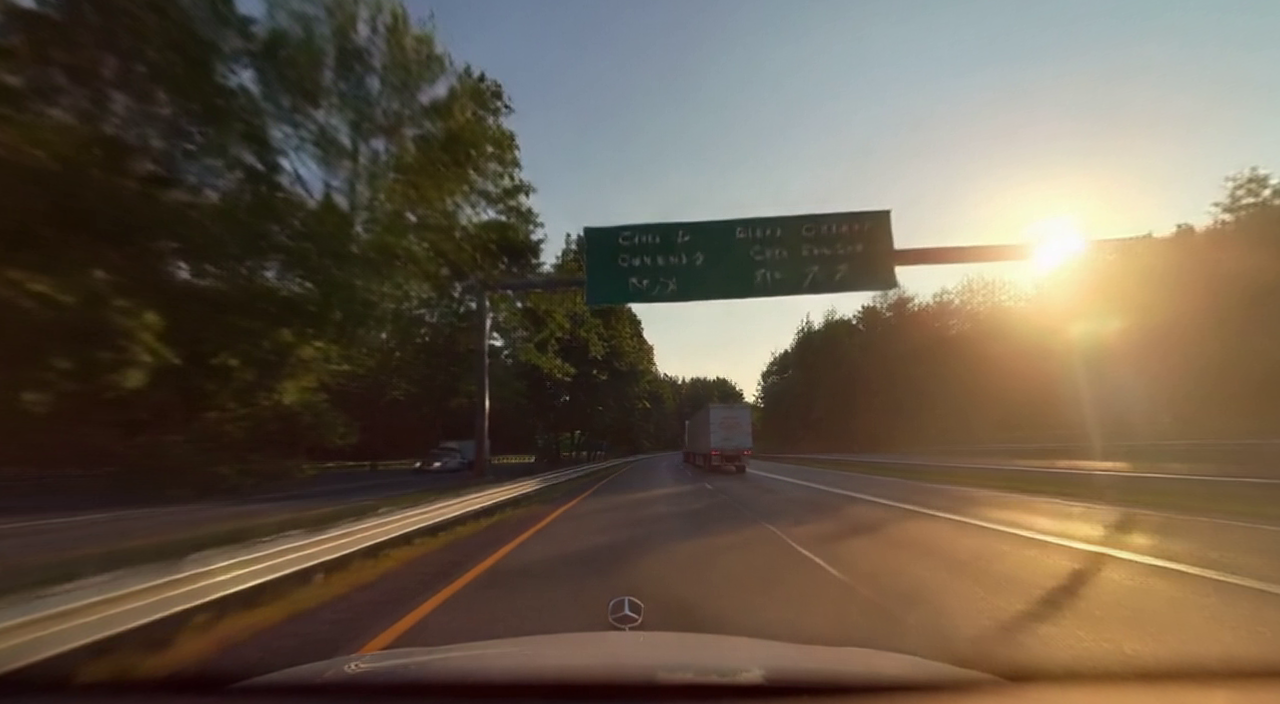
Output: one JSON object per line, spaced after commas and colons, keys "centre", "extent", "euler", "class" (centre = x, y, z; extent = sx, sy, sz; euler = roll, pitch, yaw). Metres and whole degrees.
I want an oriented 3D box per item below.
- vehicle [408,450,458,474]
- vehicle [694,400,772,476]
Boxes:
{"centre": [-15.071, 8.034, 46.124], "extent": [2.040, 1.659, 4.491], "euler": [0, -9, 2], "class": "vehicle"}
{"centre": [5.500, 5.593, 40.165], "extent": [2.859, 3.984, 14.045], "euler": [0, -9, 0], "class": "vehicle"}
